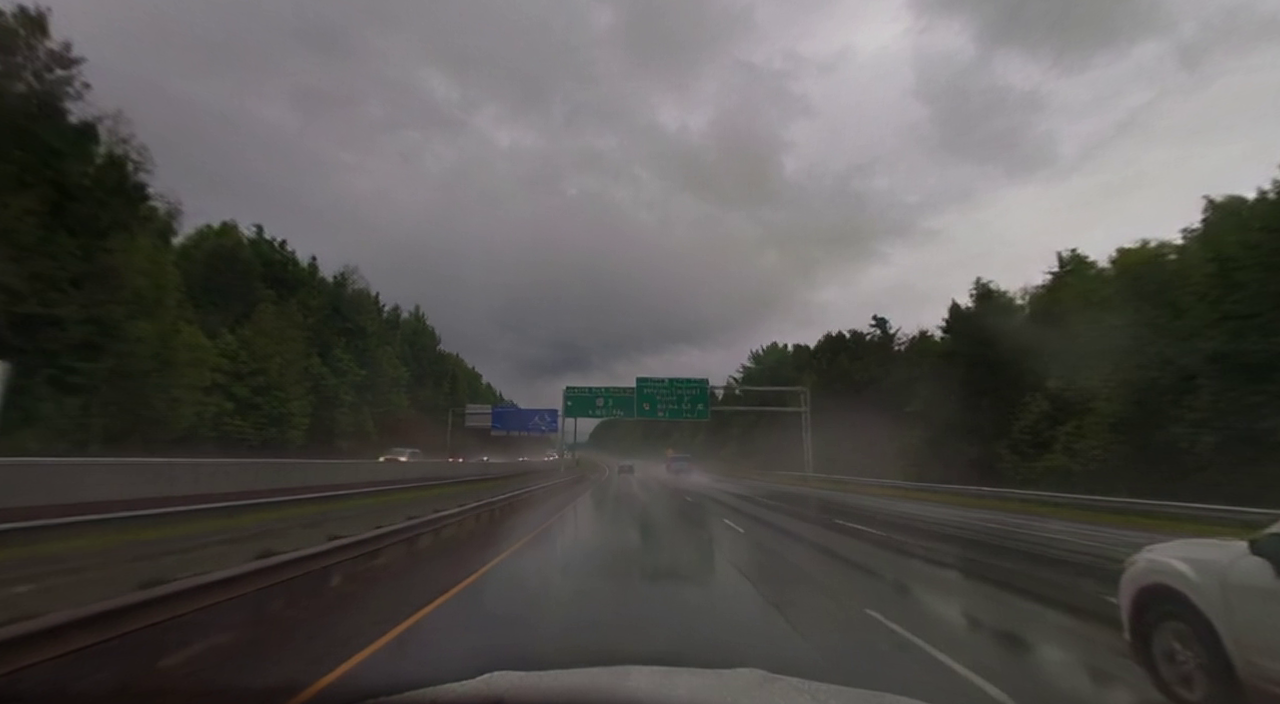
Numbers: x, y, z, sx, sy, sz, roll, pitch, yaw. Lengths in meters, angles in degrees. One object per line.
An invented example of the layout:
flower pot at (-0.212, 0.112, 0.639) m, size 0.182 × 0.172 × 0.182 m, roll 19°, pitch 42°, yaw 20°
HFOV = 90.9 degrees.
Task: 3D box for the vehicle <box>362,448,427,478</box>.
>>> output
vehicle at (-14.302, 6.520, 37.006) m, size 2.030 × 1.595 × 4.594 m, roll 1°, pitch -10°, yaw -1°

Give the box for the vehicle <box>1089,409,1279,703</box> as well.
vehicle at (3.947, 0.932, 1.832) m, size 2.132 × 1.662 × 4.180 m, roll 1°, pitch -10°, yaw 0°
